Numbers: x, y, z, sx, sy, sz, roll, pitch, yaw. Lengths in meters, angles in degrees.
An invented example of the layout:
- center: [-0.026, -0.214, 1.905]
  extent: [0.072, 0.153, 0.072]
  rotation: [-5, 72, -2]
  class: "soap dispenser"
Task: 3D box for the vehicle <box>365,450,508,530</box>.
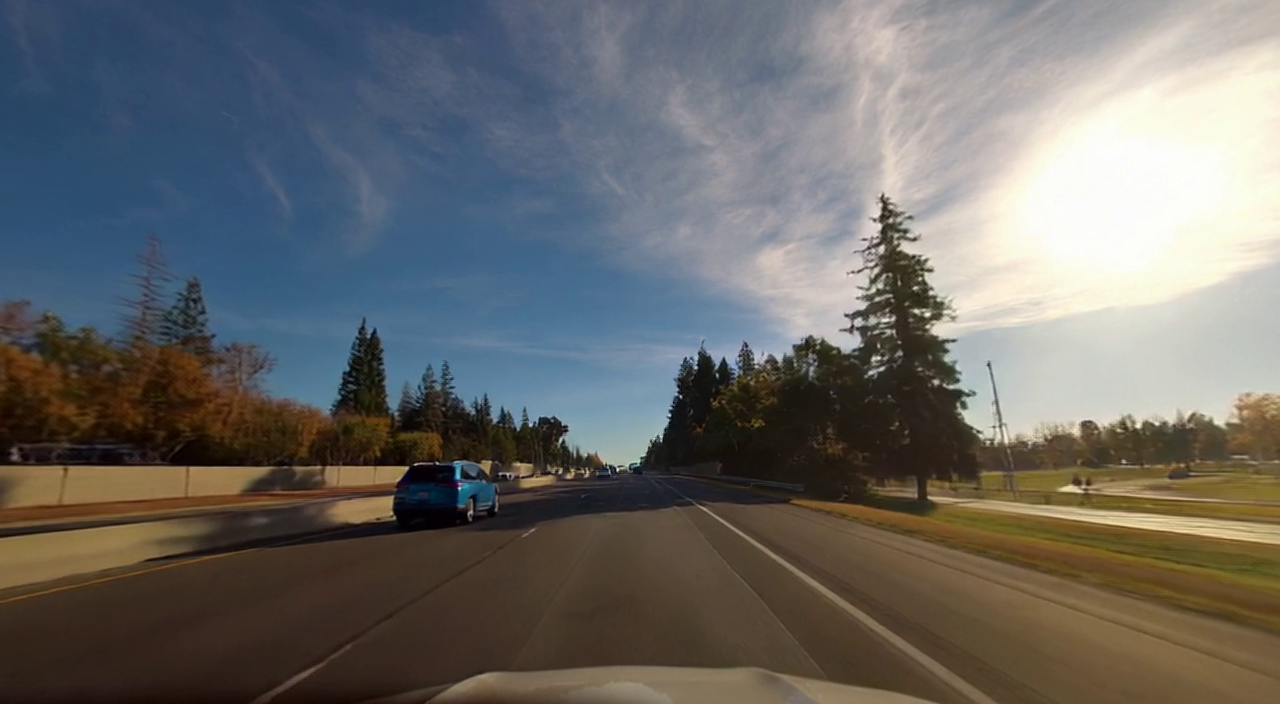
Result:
- center: [-4.462, 3.100, 14.526]
  extent: [1.914, 1.534, 4.015]
  rotation: [1, -10, 0]
  class: "vehicle"
